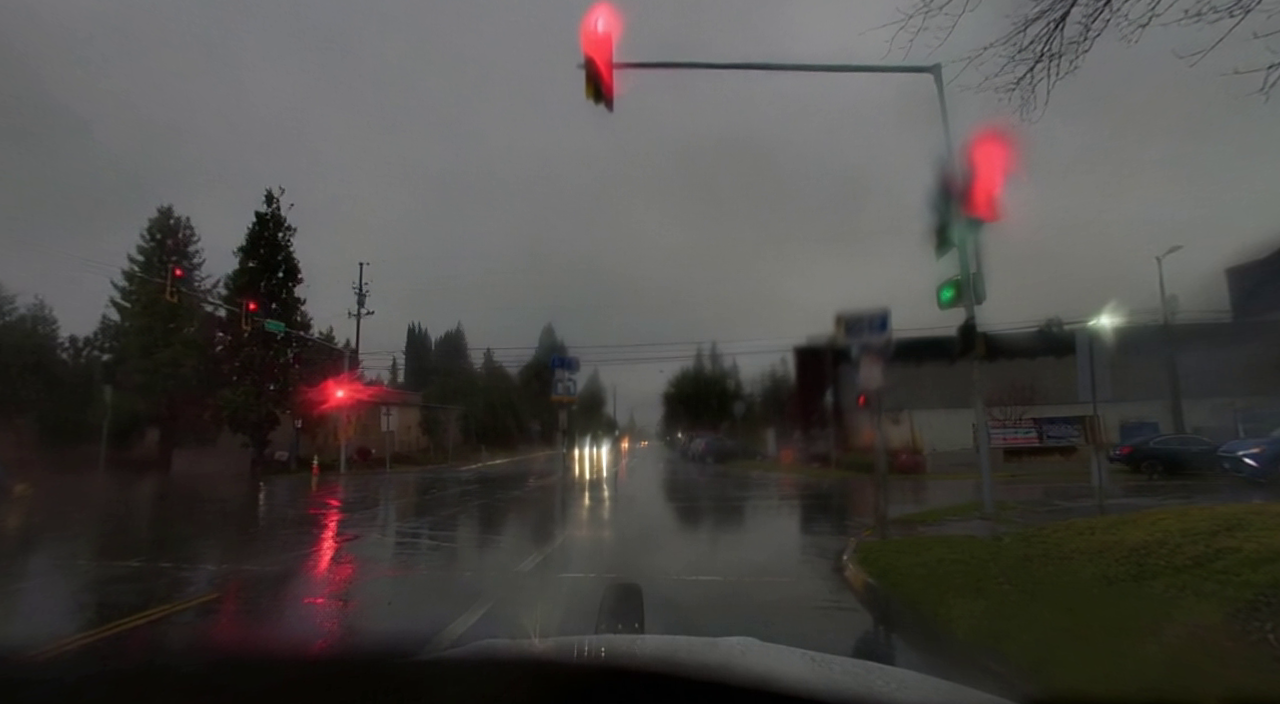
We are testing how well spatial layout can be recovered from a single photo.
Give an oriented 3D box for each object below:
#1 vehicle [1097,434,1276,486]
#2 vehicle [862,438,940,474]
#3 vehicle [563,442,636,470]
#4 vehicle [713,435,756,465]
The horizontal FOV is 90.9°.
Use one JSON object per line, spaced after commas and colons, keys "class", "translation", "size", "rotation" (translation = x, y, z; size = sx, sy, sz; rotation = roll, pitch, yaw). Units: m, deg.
{"class": "vehicle", "translation": [16.796, 3.321, 19.517], "size": [3.876, 1.512, 1.784], "rotation": [0, -8, -1]}
{"class": "vehicle", "translation": [12.394, 5.035, 30.248], "size": [1.922, 1.529, 3.964], "rotation": [0, -12, -1]}
{"class": "vehicle", "translation": [-2.436, 6.151, 37.552], "size": [3.991, 1.526, 1.868], "rotation": [-4, -9, 30]}
{"class": "vehicle", "translation": [6.917, 7.150, 46.186], "size": [1.491, 2.041, 2.964], "rotation": [6, -9, -34]}
